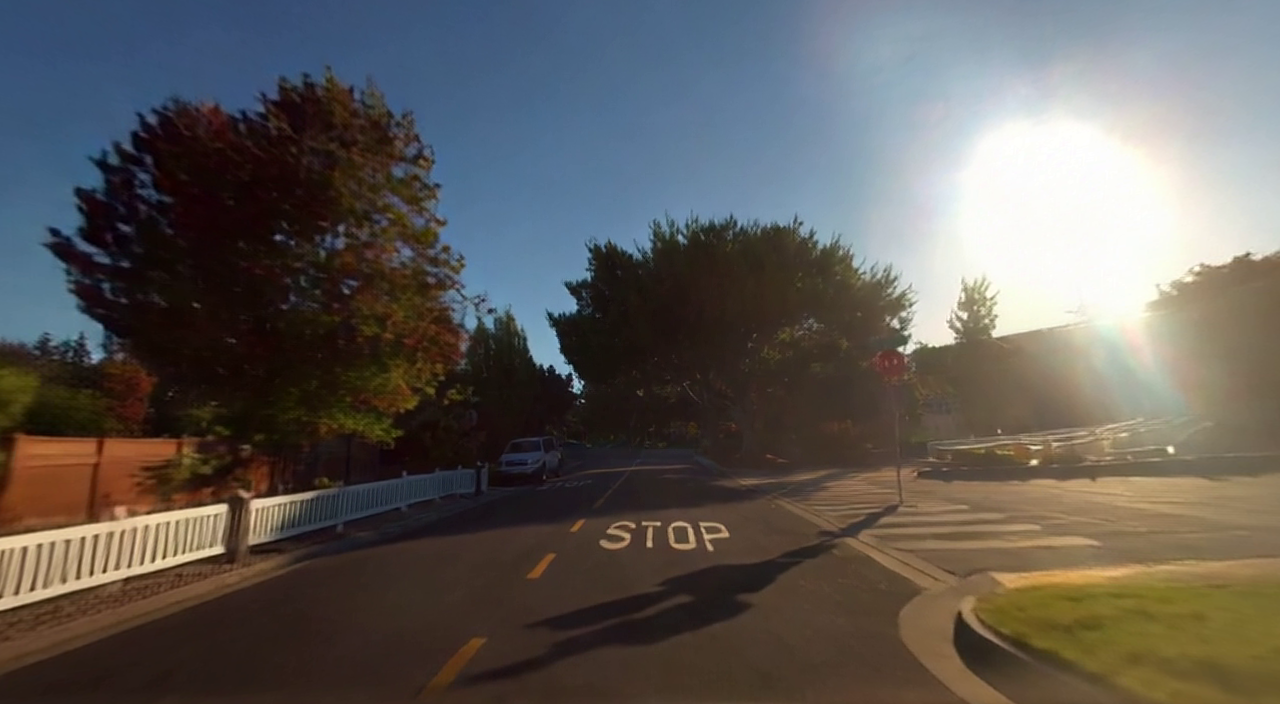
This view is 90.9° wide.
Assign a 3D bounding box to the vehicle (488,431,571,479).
[{"bbox_3d":[-4.832,4.608,28.730,2.308,1.899,6.107,-1,-8,4],"label":"vehicle"}]
